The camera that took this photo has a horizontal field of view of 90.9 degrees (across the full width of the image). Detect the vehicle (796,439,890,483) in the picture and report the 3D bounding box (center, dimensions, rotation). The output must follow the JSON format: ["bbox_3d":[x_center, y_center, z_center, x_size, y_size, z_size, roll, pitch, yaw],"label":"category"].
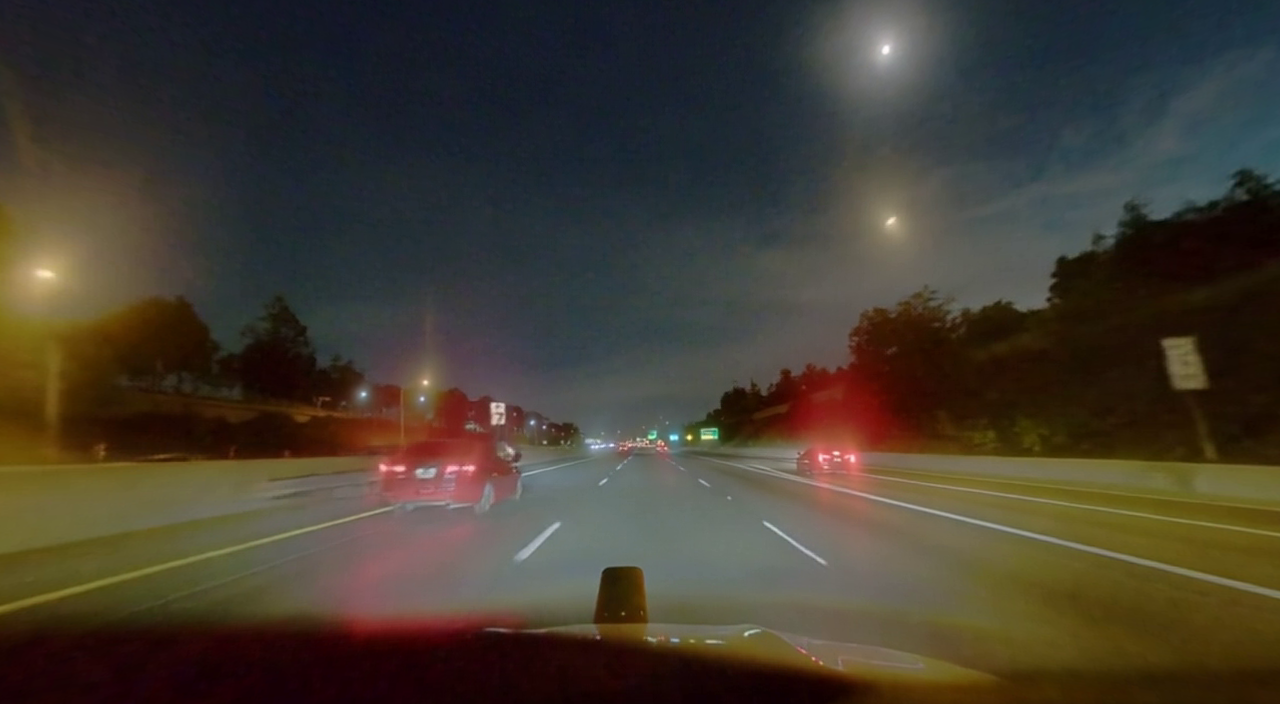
[{"bbox_3d":[7.337,3.976,23.350,1.914,1.465,4.574,0,-8,-1],"label":"vehicle"}]

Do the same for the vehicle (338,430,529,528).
[{"bbox_3d":[-3.710,2.385,12.478,2.085,1.533,4.861,0,-8,1],"label":"vehicle"}]

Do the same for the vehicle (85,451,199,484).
[{"bbox_3d":[-24.584,5.674,31.391,1.832,1.476,4.643,0,-8,0],"label":"vehicle"}]
